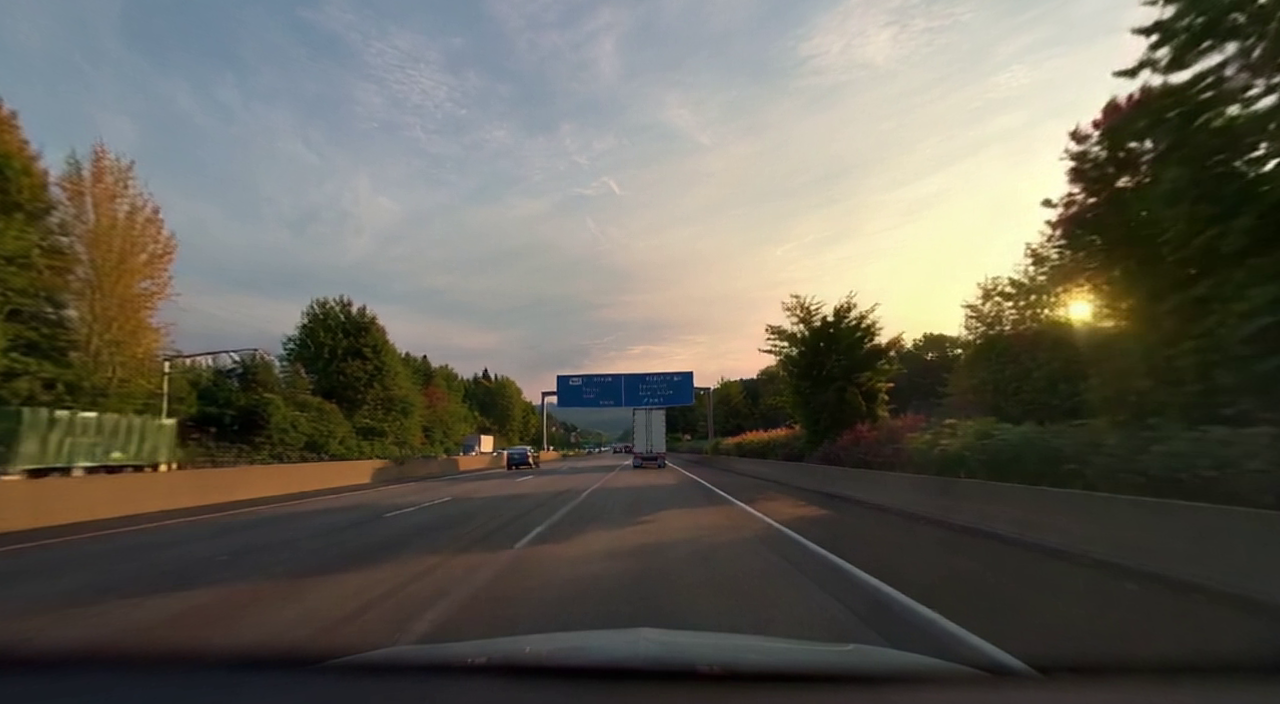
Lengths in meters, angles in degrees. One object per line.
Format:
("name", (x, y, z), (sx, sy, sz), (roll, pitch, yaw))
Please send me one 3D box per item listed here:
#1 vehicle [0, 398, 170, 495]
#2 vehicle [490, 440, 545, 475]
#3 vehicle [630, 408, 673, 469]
("vehicle", (-23.864, 3.817, 25.238), (2.944, 3.338, 9.147), (0, -9, 0))
("vehicle", (-6.643, 5.785, 34.733), (2.119, 1.754, 4.404), (0, -9, 1))
("vehicle", (0.776, 6.921, 49.399), (2.901, 4.032, 14.338), (0, -9, 0))
